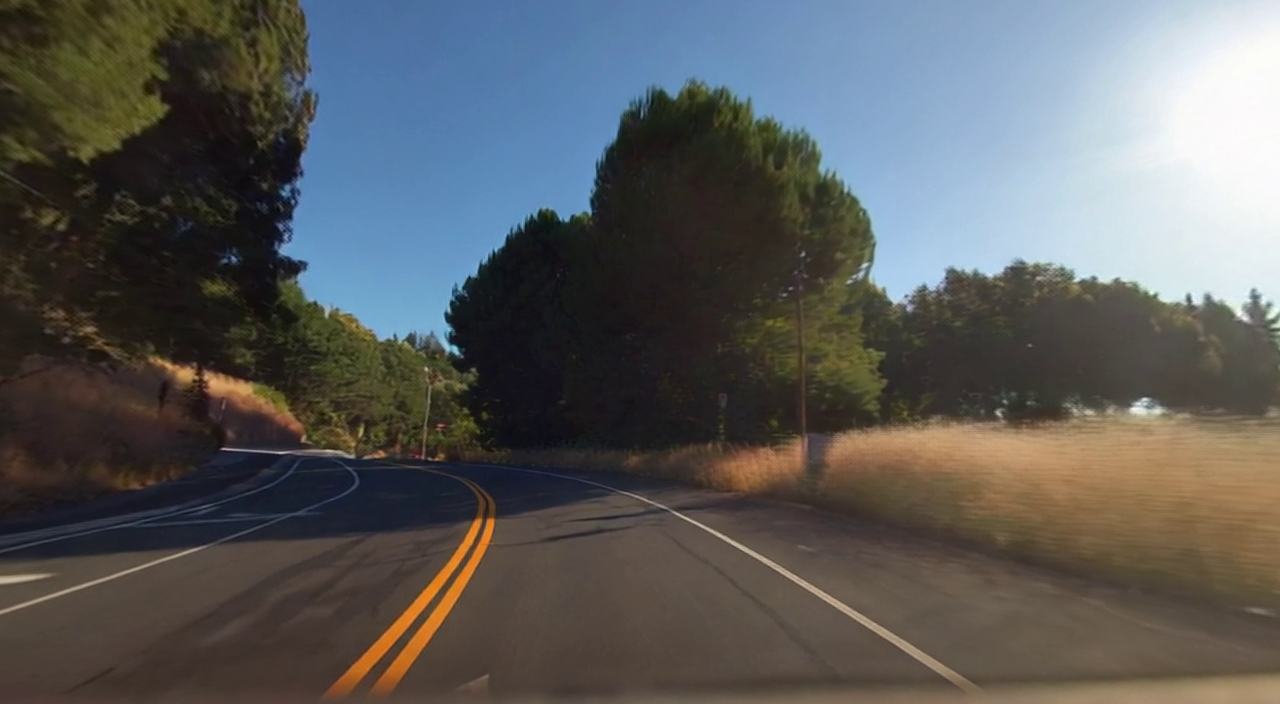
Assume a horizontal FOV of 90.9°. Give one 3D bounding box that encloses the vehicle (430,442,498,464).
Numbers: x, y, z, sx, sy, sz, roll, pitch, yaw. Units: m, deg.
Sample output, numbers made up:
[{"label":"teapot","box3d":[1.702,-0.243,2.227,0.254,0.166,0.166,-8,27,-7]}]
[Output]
[{"label":"vehicle","box3d":[-13.579,7.801,48.779,2.042,1.612,4.612,-8,-11,42]}]
